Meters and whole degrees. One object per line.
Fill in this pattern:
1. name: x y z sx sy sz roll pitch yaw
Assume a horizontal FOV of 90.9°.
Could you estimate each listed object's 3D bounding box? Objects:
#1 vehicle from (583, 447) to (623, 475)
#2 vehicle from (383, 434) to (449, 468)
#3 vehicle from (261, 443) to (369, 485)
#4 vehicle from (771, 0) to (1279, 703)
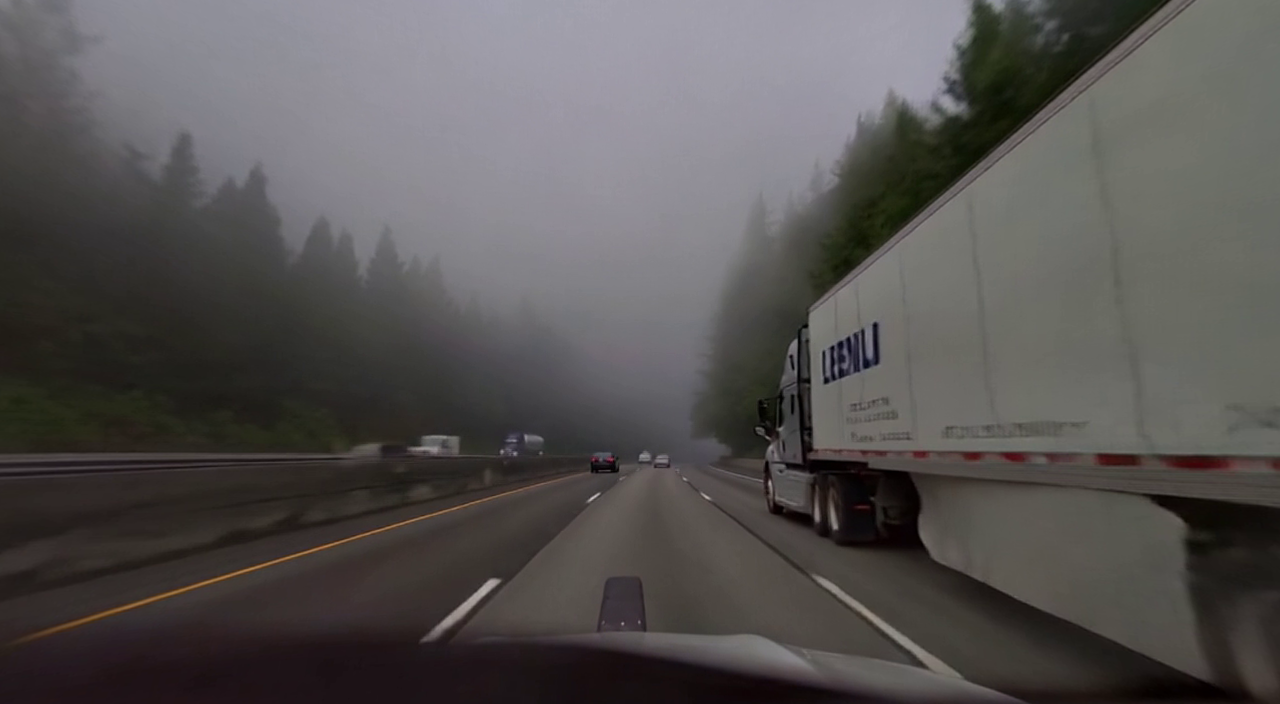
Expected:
1. vehicle: -2.416 7.359 42.741 2.205 1.728 4.397 -1 -9 3
2. vehicle: -15.246 6.790 43.290 2.484 2.197 5.115 0 -9 2
3. vehicle: -12.218 4.219 24.034 1.839 1.441 4.132 0 -9 1
4. vehicle: 4.114 0.099 4.744 3.057 3.993 13.914 0 -9 -1
